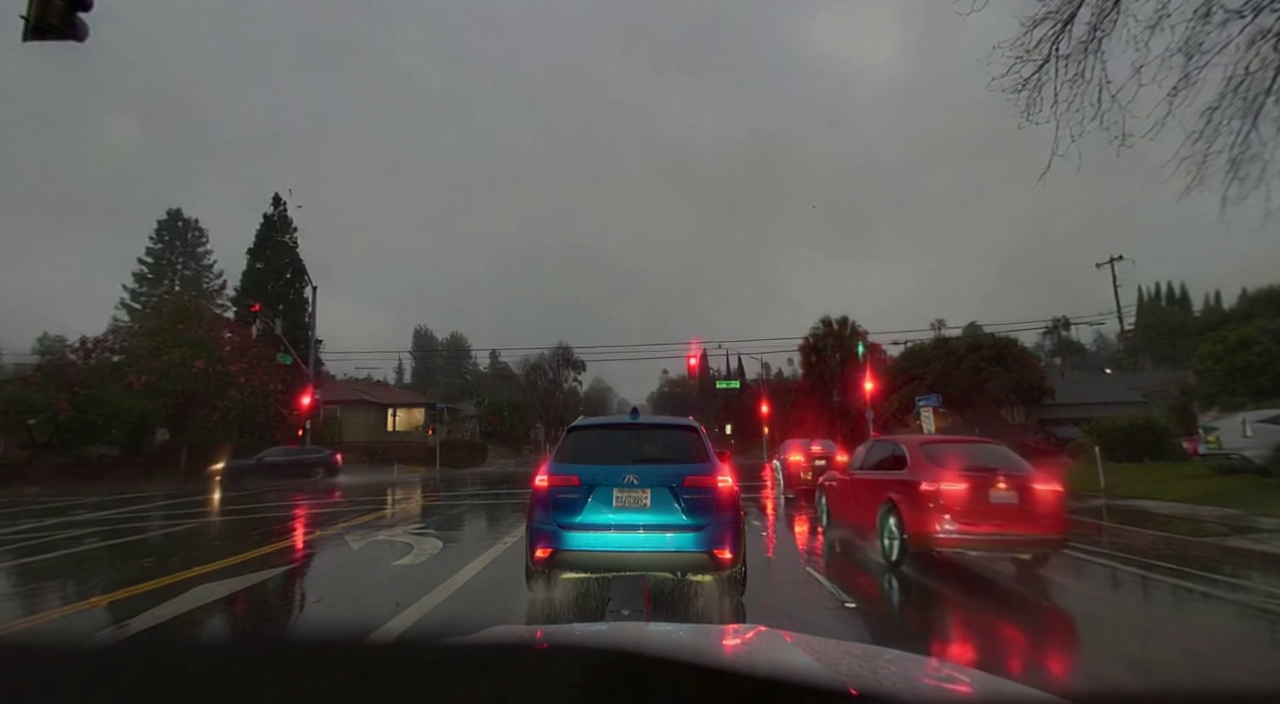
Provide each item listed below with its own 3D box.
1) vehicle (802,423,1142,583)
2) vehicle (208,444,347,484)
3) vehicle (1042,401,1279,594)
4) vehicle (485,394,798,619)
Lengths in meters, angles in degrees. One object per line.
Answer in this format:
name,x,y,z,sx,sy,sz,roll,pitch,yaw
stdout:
vehicle,3.827,1.809,8.534,2.077,1.527,4.755,0,-8,1
vehicle,-14.698,4.546,25.918,4.723,1.486,1.800,4,-9,-25
vehicle,7.022,1.527,7.003,1.989,1.791,4.735,0,-8,1
vehicle,0.047,1.472,6.951,2.322,1.667,4.367,0,-8,1
